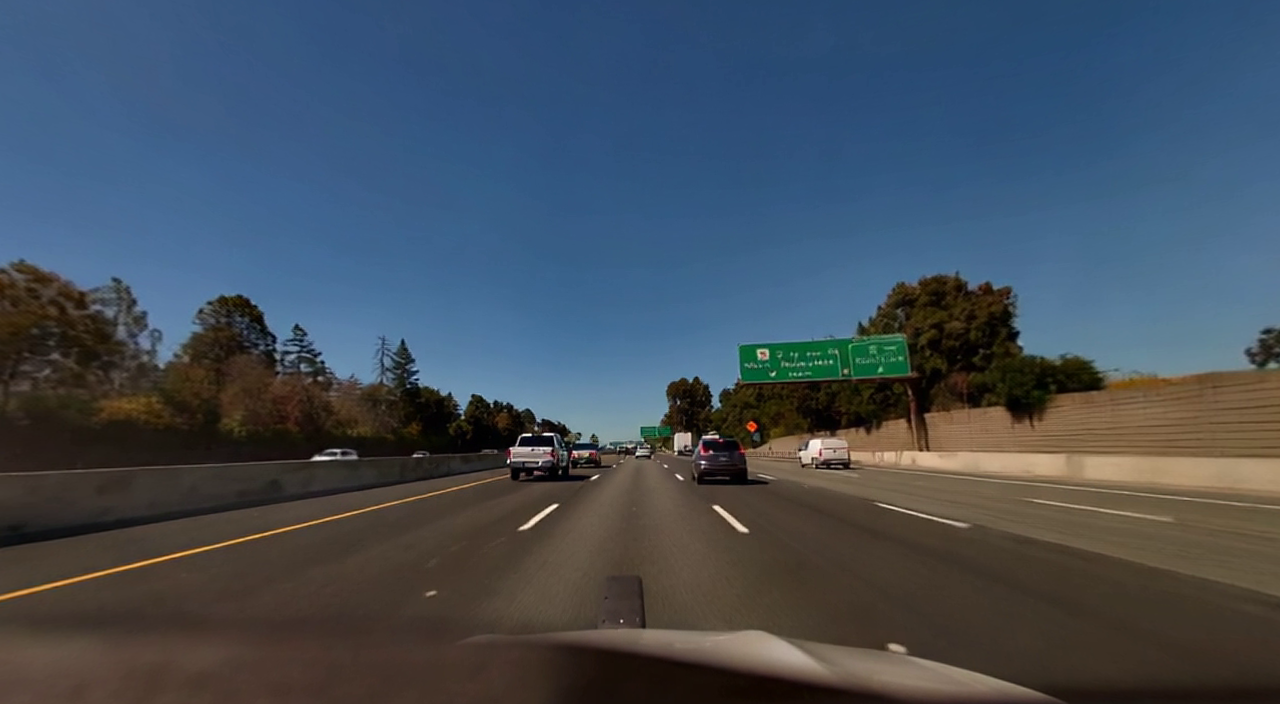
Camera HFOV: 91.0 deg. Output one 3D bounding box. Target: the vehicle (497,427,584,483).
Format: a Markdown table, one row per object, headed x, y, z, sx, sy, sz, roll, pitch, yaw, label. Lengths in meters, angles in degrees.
| x | y | z | sx | sy | sz | roll | pitch | yaw | label |
| --- | --- | --- | --- | --- | --- | --- | --- | --- | --- |
| -3.430 | 3.687 | 22.763 | 2.199 | 1.777 | 4.790 | 0 | -9 | 2 | vehicle |

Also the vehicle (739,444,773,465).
| x | y | z | sx | sy | sz | roll | pitch | yaw | label |
| --- | --- | --- | --- | --- | --- | --- | --- | --- | --- |
| 8.558 | 7.576 | 46.784 | 1.815 | 1.479 | 3.892 | 0 | -9 | 1 | vehicle |

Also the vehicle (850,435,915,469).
| x | y | z | sx | sy | sz | roll | pitch | yaw | label |
| --- | --- | --- | --- | --- | --- | --- | --- | --- | --- |
| 13.467 | 5.577 | 35.230 | 2.010 | 1.765 | 4.375 | 0 | -9 | 2 | vehicle |

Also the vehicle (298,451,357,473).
| x | y | z | sx | sy | sz | roll | pitch | yaw | label |
| --- | --- | --- | --- | --- | --- | --- | --- | --- | --- |
| -23.708 | 8.345 | 47.960 | 1.968 | 1.518 | 4.676 | 0 | -9 | 2 | vehicle |

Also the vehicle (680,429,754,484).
| x | y | z | sx | sy | sz | roll | pitch | yaw | label |
| --- | --- | --- | --- | --- | --- | --- | --- | --- | --- |
| 2.554 | 3.589 | 21.853 | 2.181 | 1.728 | 3.970 | 0 | -9 | 2 | vehicle |

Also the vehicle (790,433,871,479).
| x | y | z | sx | sy | sz | roll | pitch | yaw | label |
| --- | --- | --- | --- | --- | --- | --- | --- | --- | --- |
| 7.602 | 4.200 | 25.593 | 2.022 | 1.682 | 4.226 | 0 | -9 | 1 | vehicle |
